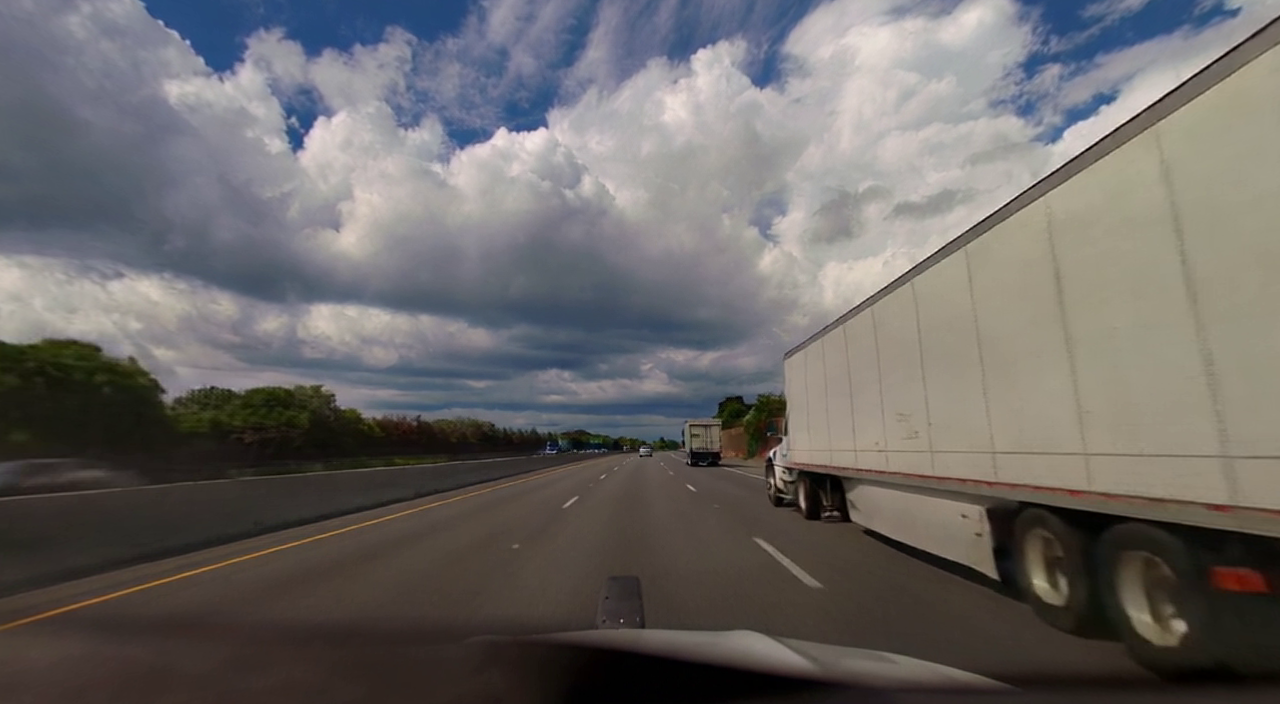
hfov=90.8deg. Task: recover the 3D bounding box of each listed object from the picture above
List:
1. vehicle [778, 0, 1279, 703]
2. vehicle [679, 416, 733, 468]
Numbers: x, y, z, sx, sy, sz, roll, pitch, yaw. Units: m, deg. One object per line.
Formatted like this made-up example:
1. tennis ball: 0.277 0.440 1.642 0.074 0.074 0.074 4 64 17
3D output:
1. vehicle: 4.410 0.552 7.410 3.032 3.785 10.333 0 -9 -1
2. vehicle: 4.500 6.425 44.743 2.771 3.313 8.121 0 -9 -1
